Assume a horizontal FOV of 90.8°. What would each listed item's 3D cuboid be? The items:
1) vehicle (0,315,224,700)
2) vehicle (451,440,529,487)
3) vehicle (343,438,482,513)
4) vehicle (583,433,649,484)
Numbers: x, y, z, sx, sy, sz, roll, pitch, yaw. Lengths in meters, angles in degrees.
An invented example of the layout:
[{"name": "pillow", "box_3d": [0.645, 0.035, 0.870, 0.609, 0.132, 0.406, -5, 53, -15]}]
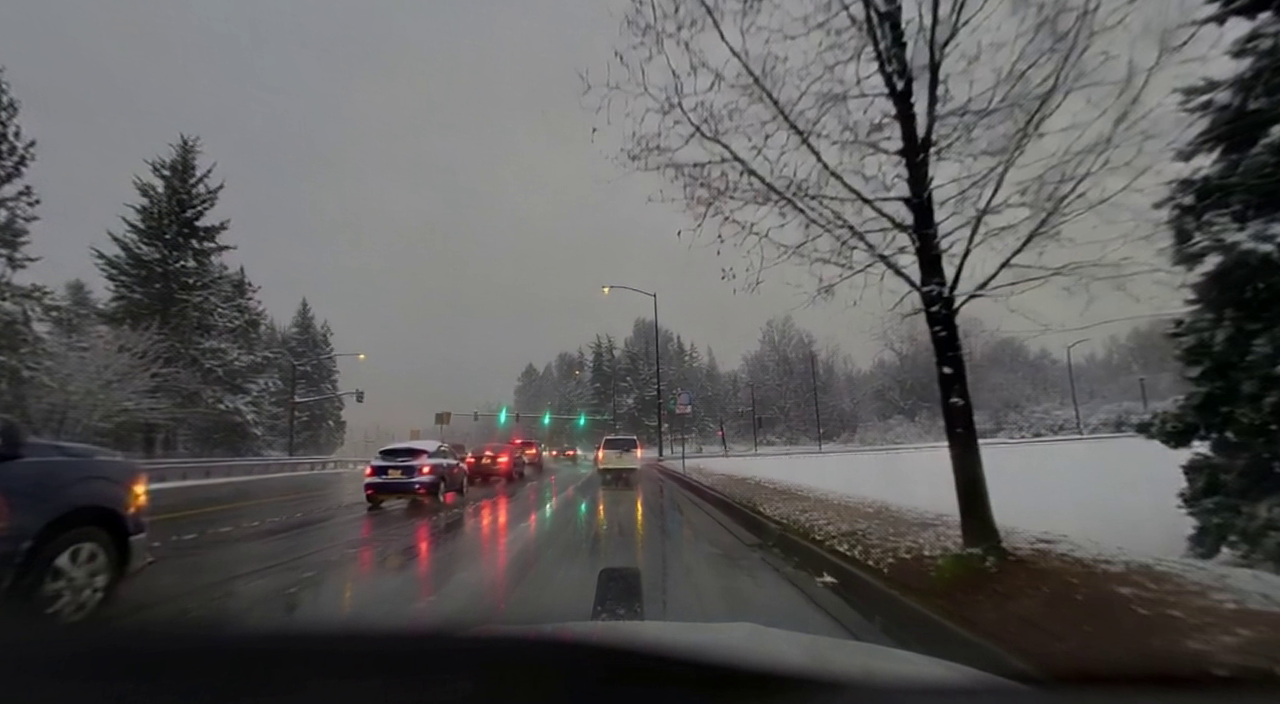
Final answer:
[{"name": "vehicle", "box_3d": [-4.931, 0.628, 1.936, 2.860, 2.090, 6.593, 0, -9, -1]}, {"name": "vehicle", "box_3d": [-5.789, 4.343, 24.948, 2.010, 1.674, 4.484, 0, -9, -1]}, {"name": "vehicle", "box_3d": [-5.558, 3.046, 16.085, 2.069, 1.616, 4.108, 0, -9, -1]}, {"name": "vehicle", "box_3d": [-0.975, 4.176, 25.100, 2.368, 1.829, 4.293, 0, -9, -3]}]
